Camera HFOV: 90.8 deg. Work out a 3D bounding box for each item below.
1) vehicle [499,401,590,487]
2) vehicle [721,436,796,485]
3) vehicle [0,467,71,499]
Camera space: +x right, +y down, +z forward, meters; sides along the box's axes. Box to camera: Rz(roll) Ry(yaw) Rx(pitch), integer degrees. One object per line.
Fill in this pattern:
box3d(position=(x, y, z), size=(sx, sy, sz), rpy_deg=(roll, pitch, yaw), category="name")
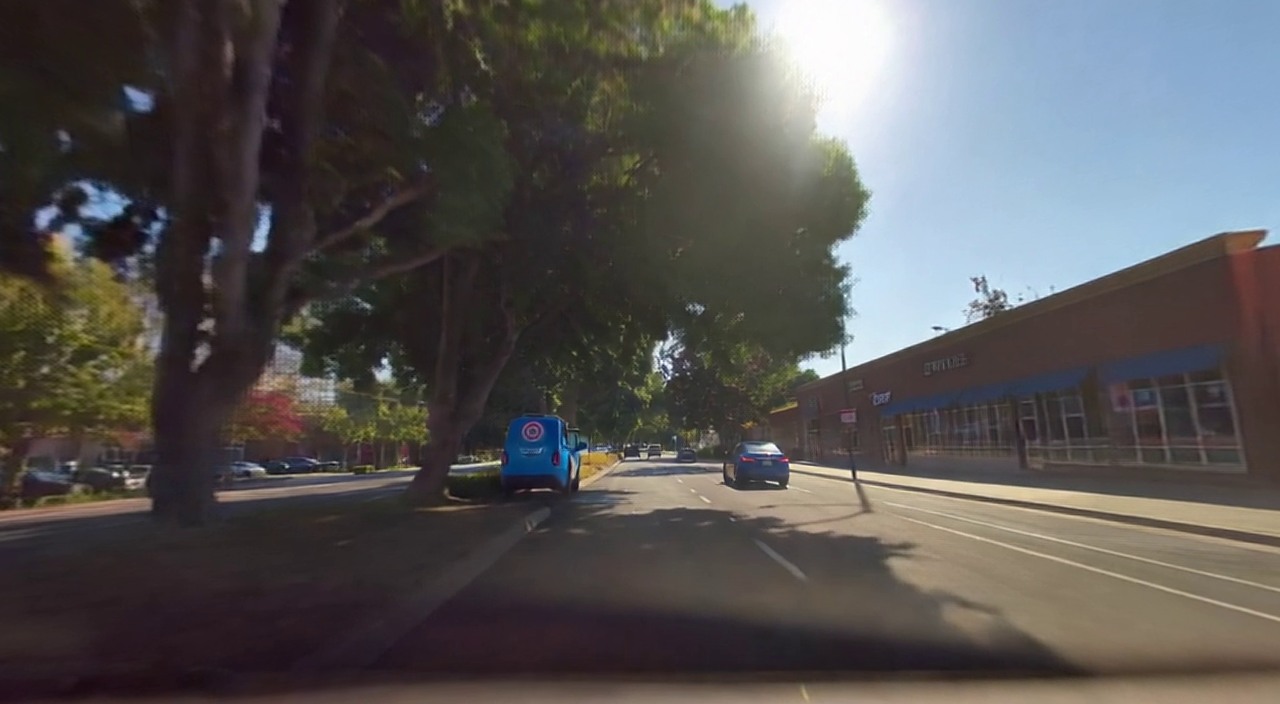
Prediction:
box3d(position=(-3.355, 3.437, 23.648), size=(2.443, 2.784, 5.862), rpy_deg=(0, -9, 1), category="vehicle")
box3d(position=(4.304, 4.005, 23.645), size=(1.869, 1.646, 4.166), rpy_deg=(0, -9, -1), category="vehicle")
box3d(position=(-31.542, 6.559, 31.705), size=(3.955, 1.432, 1.868), rpy_deg=(4, -9, -28), category="vehicle")
